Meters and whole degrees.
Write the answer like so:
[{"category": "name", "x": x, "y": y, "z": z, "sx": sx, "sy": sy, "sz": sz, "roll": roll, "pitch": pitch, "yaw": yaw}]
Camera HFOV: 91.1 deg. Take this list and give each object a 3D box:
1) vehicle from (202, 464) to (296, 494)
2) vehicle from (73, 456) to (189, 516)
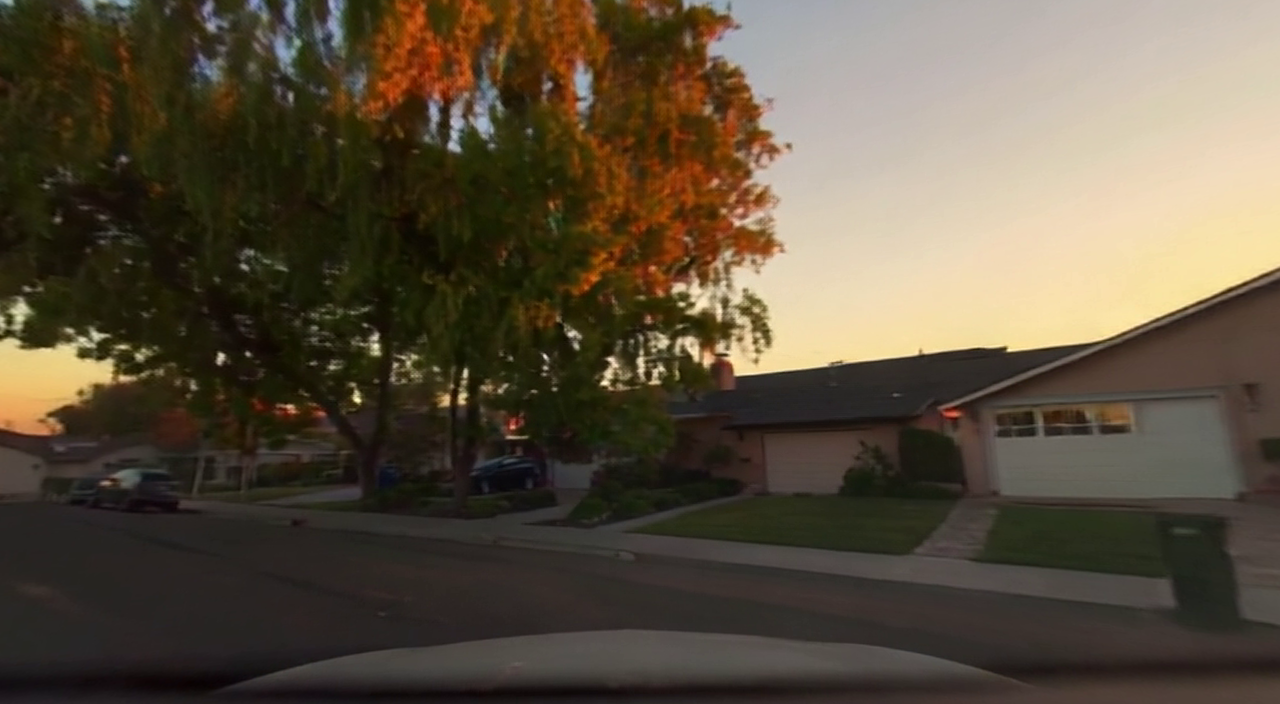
[{"category": "vehicle", "x": -22.554, "y": 7.287, "z": 36.282, "sx": 4.457, "sy": 1.510, "sz": 1.762, "roll": 6, "pitch": -10, "yaw": -34}, {"category": "vehicle", "x": -17.751, "y": 4.556, "z": 21.827, "sx": 4.591, "sy": 1.760, "sz": 2.163, "roll": -7, "pitch": -11, "yaw": 40}]
